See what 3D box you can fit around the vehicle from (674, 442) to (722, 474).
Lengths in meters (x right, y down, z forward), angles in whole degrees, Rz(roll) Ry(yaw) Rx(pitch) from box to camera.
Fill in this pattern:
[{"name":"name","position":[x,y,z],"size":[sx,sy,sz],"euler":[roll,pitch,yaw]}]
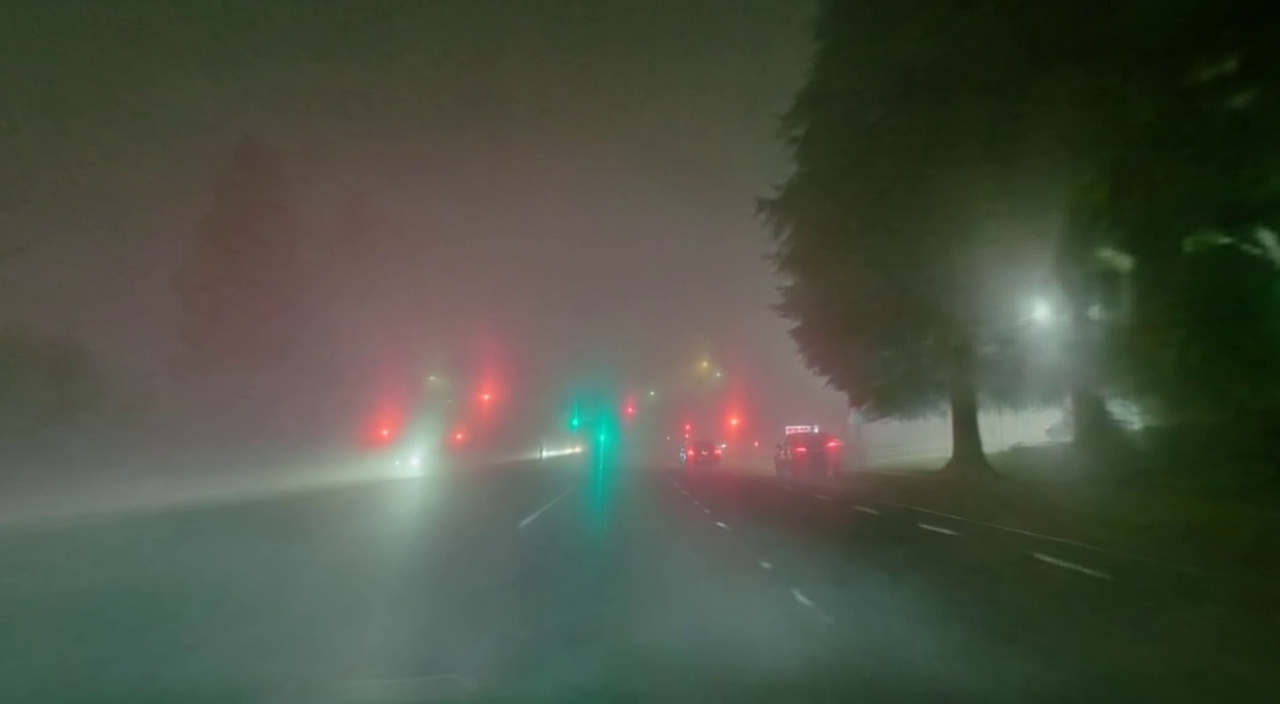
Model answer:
[{"name":"vehicle","position":[2.994,5.558,33.463],"size":[1.961,1.580,4.020],"euler":[0,-8,-2]}]

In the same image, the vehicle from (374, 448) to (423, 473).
[{"name":"vehicle","position":[-18.918,8.478,49.665],"size":[2.026,1.885,4.539],"euler":[0,-8,0]}]
